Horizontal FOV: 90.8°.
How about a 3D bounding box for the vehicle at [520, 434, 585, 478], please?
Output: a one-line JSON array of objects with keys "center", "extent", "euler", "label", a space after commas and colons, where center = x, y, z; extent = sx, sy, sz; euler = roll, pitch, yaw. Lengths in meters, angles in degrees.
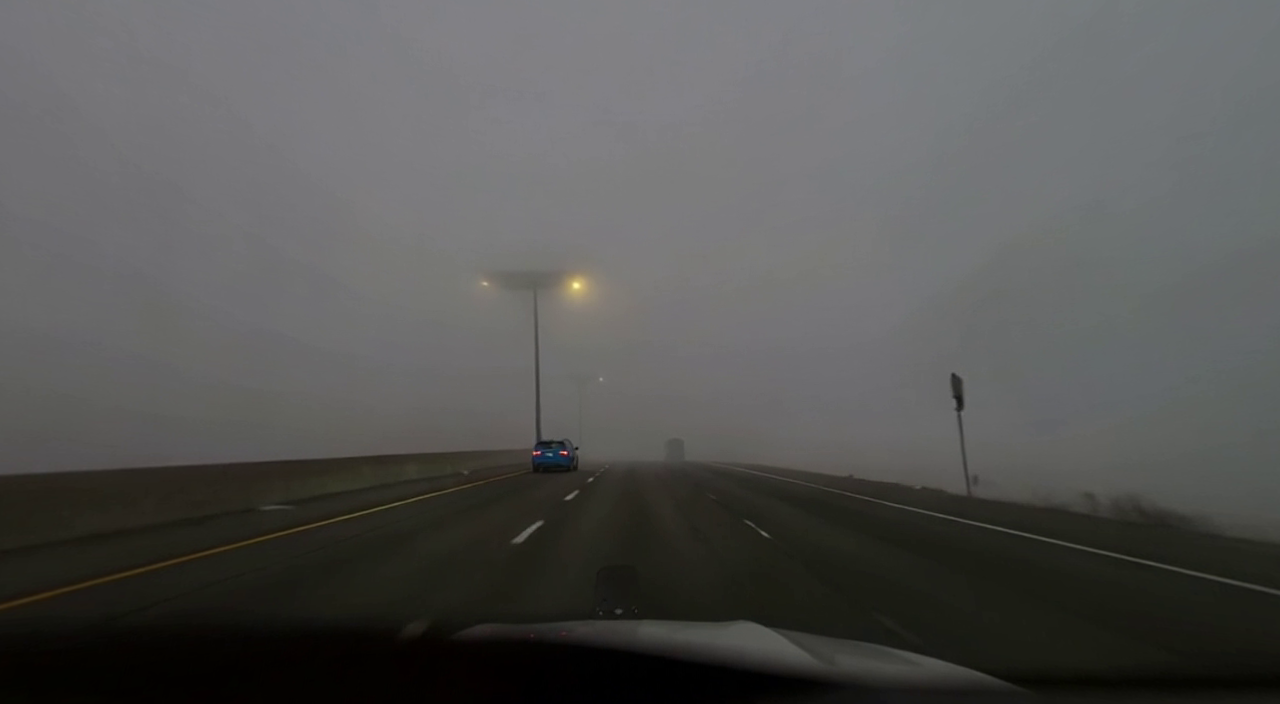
[{"center": [-3.799, 4.661, 28.447], "extent": [2.205, 1.773, 5.124], "euler": [0, -9, 0], "label": "vehicle"}]
